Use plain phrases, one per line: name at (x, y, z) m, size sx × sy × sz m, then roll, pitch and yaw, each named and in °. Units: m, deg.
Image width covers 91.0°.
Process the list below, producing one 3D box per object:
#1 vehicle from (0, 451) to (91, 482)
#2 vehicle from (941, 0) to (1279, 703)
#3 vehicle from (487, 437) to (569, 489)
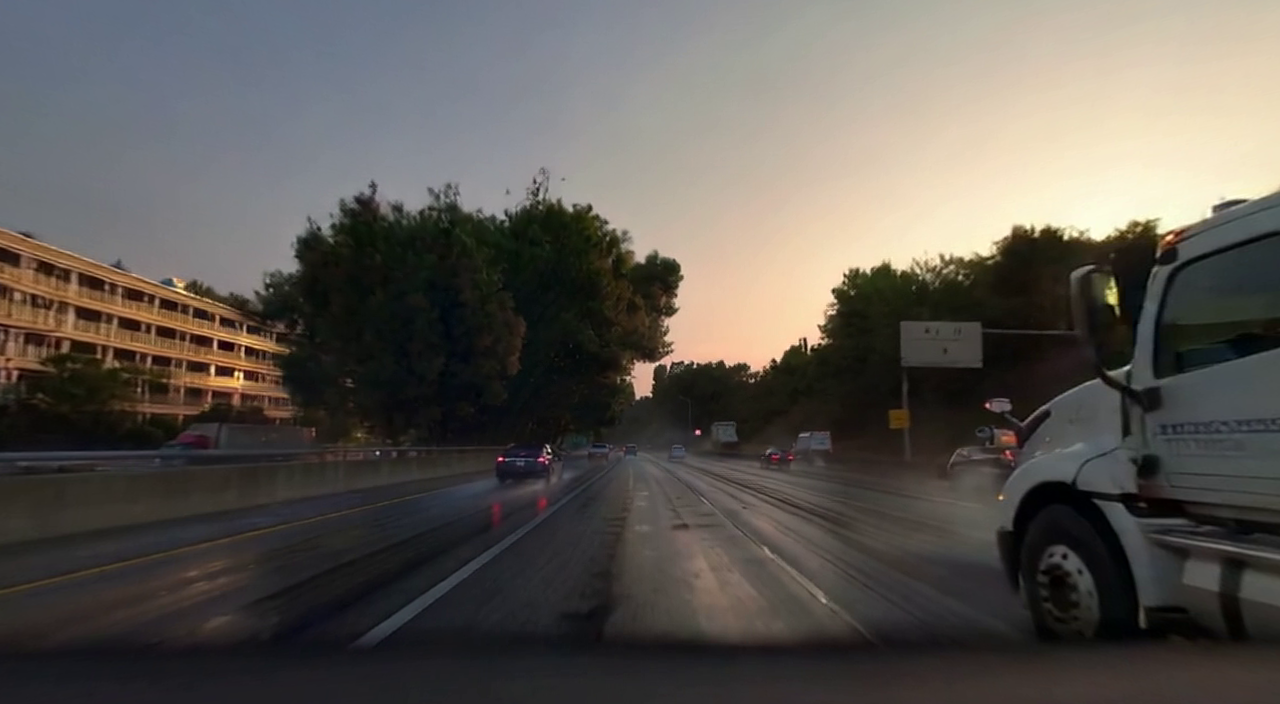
vehicle at (-32.280, 6.056, 33.527) m, size 1.863 × 1.470 × 4.531 m, roll 0°, pitch -9°, yaw 1°
vehicle at (3.686, -0.349, 1.219) m, size 3.089 × 3.779 × 6.420 m, roll 0°, pitch -9°, yaw 2°
vehicle at (-3.613, 3.651, 21.061) m, size 1.954 × 1.528 × 4.010 m, roll 0°, pitch -9°, yaw 0°
